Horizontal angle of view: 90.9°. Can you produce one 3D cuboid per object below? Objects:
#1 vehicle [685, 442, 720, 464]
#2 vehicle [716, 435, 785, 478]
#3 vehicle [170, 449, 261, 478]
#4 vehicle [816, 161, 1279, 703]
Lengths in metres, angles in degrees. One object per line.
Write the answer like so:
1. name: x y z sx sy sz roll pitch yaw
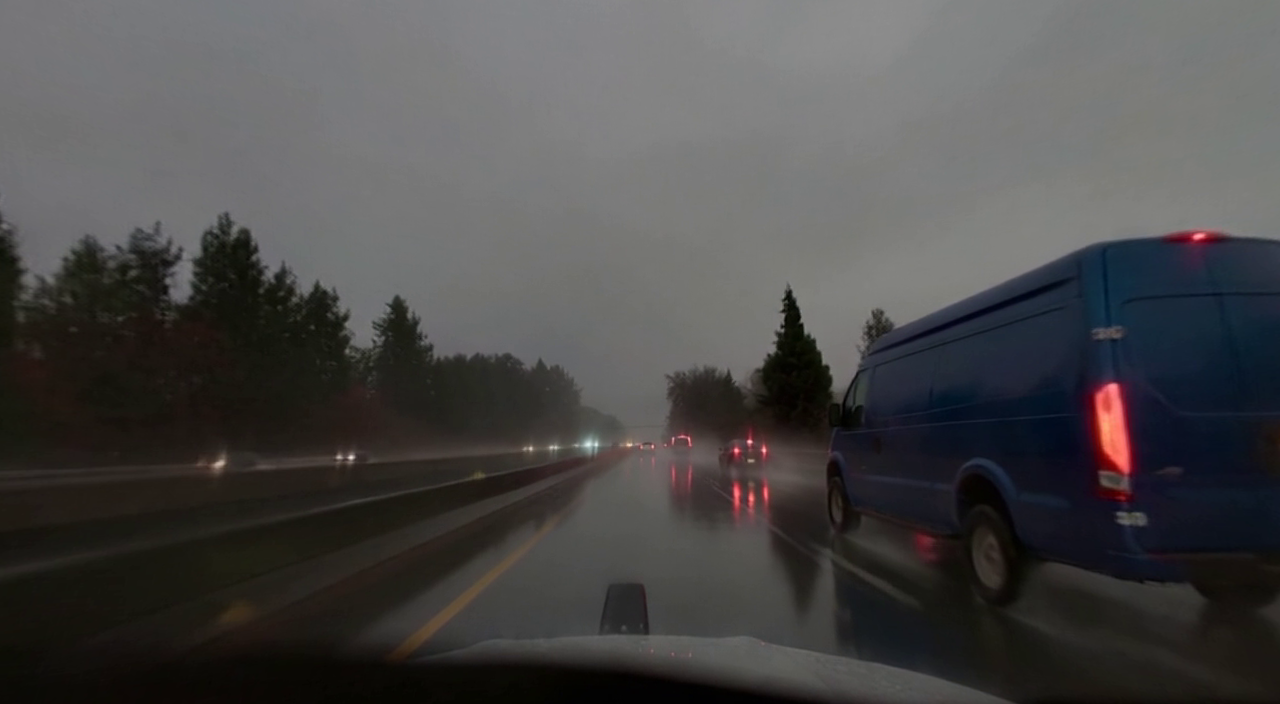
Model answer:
1. vehicle: 4.410 7.244 45.361 2.050 1.448 4.123 0 -8 -1
2. vehicle: 4.510 4.329 26.410 2.034 1.651 4.342 0 -8 0
3. vehicle: -23.860 6.276 35.653 1.857 1.468 4.670 0 -8 1
4. vehicle: 3.637 0.783 5.920 2.302 2.670 5.912 0 -8 1
